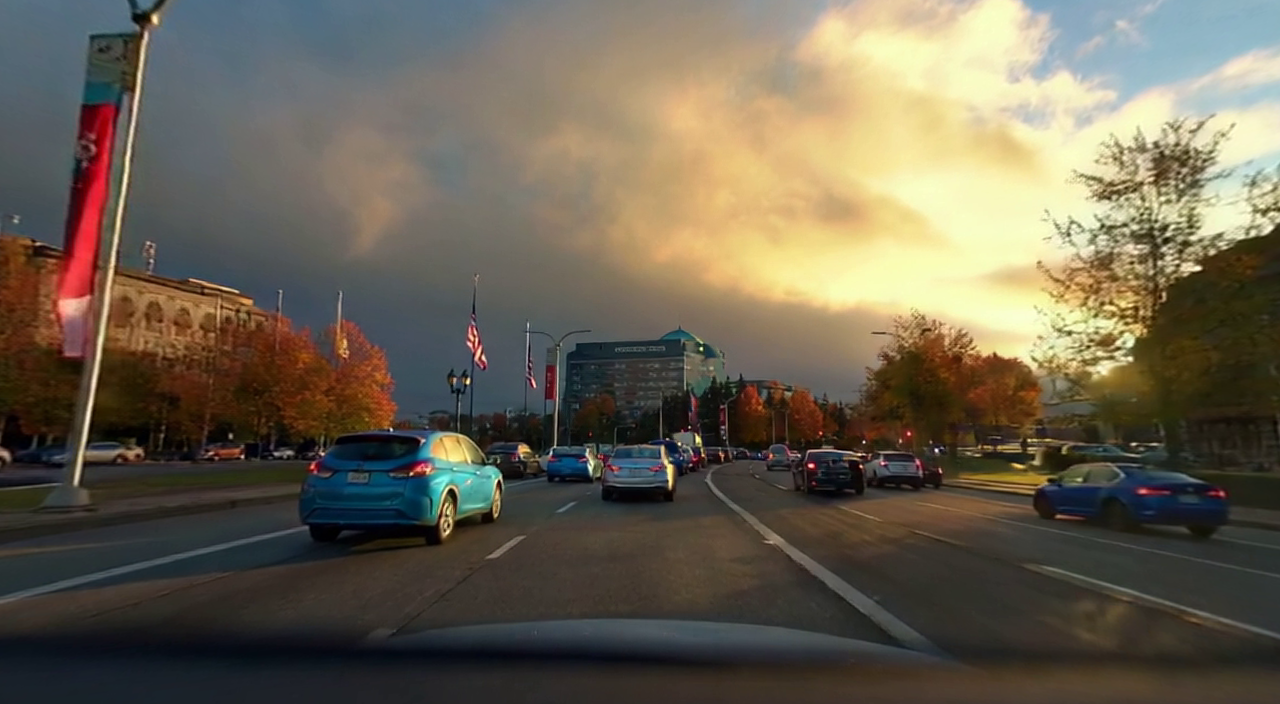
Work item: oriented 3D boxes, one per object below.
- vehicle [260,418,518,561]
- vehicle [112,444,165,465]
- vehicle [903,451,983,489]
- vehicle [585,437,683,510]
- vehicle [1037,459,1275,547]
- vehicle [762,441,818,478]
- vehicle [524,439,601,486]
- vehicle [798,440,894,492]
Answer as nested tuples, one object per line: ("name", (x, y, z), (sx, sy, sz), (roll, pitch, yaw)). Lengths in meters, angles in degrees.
("vehicle", (-3.345, 1.925, 9.521), (1.988, 1.635, 4.260), (0, -9, 2))
("vehicle", (-39.690, 8.089, 49.811), (3.667, 1.465, 1.735), (-4, -5, 25))
("vehicle", (15.292, 5.927, 32.121), (2.087, 1.745, 4.673), (0, -9, 5))
("vehicle", (-0.032, 2.919, 15.591), (2.090, 1.506, 4.276), (0, -9, 3))
("vehicle", (10.464, 3.028, 13.227), (1.749, 1.481, 3.808), (1, -9, 1))
("vehicle", (7.742, 5.564, 32.928), (2.017, 1.746, 4.727), (0, -9, 3))
("vehicle", (-2.781, 4.138, 23.867), (1.974, 1.549, 4.603), (0, -9, 5))
("vehicle", (6.807, 3.803, 21.327), (1.944, 1.544, 4.301), (0, -9, 2))
